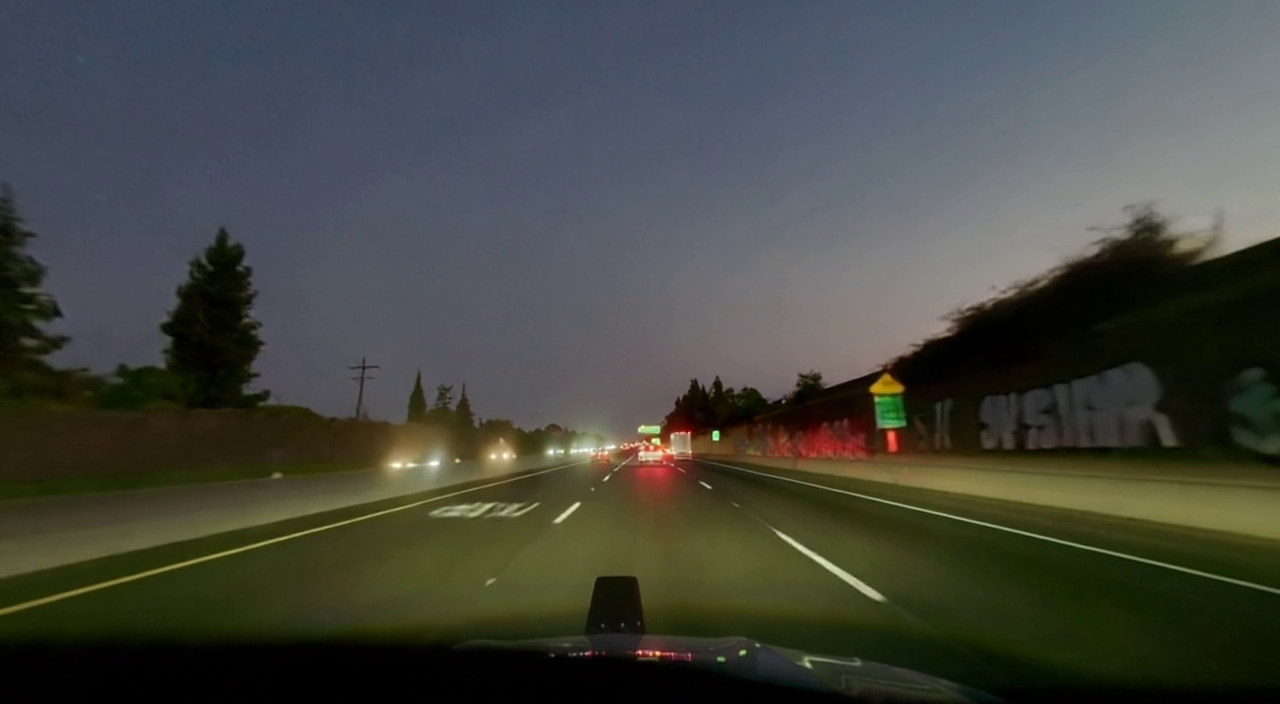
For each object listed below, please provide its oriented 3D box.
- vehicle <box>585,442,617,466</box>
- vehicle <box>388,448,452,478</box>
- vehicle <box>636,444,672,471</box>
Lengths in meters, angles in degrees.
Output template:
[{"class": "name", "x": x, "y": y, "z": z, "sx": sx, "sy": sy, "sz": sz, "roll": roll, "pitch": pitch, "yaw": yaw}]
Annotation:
[{"class": "vehicle", "x": -2.842, "y": 7.635, "z": 47.181, "sx": 2.095, "sy": 1.671, "sz": 4.193, "roll": 0, "pitch": -9, "yaw": 1}, {"class": "vehicle", "x": -11.980, "y": 6.062, "z": 34.697, "sx": 1.844, "sy": 1.492, "sz": 4.446, "roll": 0, "pitch": -9, "yaw": 1}, {"class": "vehicle", "x": 0.786, "y": 6.280, "z": 37.759, "sx": 2.009, "sy": 1.506, "sz": 4.091, "roll": 0, "pitch": -9, "yaw": 0}]
